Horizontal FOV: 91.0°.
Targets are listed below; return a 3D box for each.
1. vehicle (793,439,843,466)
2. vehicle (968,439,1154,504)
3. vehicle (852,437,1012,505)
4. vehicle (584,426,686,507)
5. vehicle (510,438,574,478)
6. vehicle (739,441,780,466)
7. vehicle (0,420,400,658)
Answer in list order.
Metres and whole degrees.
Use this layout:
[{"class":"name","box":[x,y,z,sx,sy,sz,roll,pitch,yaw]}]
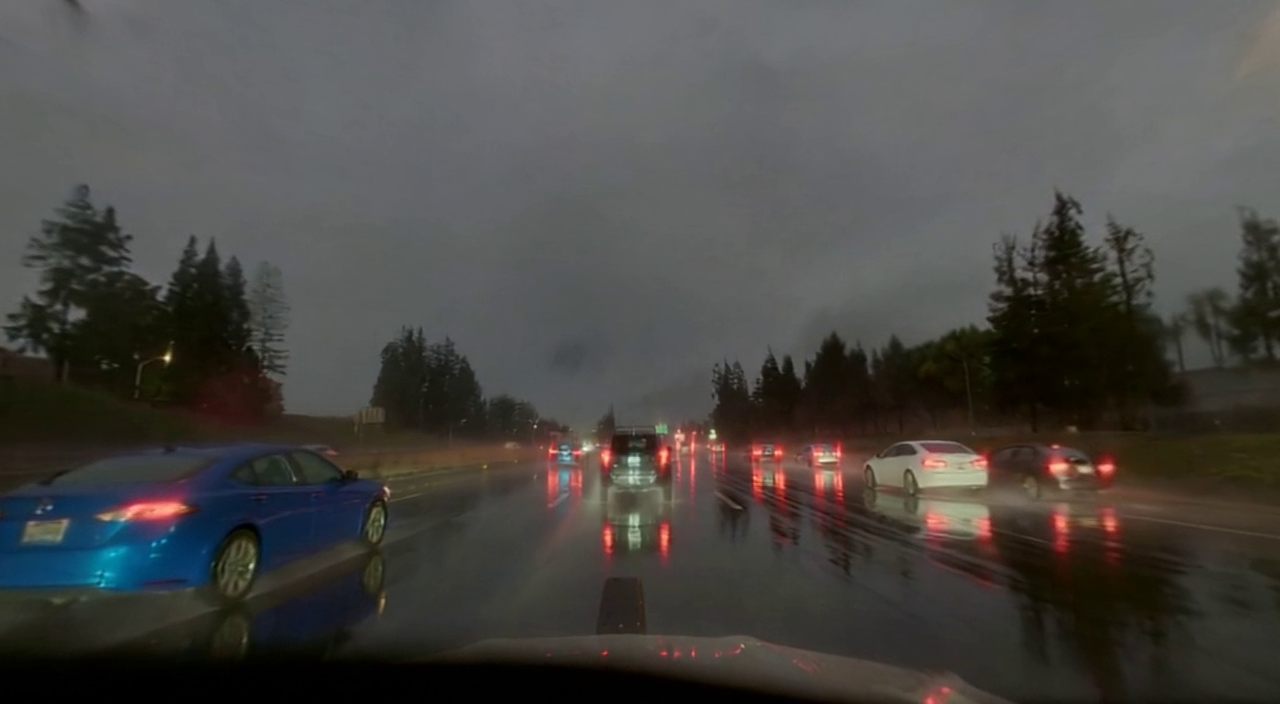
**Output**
[{"class":"vehicle","box":[11.613,6.603,41.453,1.992,1.625,4.359,1,-9,-1]},{"class":"vehicle","box":[11.082,3.155,17.074,2.008,1.516,4.385,0,-9,0]},{"class":"vehicle","box":[7.429,3.072,16.684,2.049,1.521,4.604,0,-9,0]},{"class":"vehicle","box":[-0.084,2.772,15.613,2.181,1.697,4.021,0,-9,1]},{"class":"vehicle","box":[-4.009,4.429,26.441,1.947,1.516,4.295,0,-9,1]},{"class":"vehicle","box":[7.560,6.468,40.299,1.880,1.526,3.641,1,-9,0]},{"class":"vehicle","box":[-4.226,1.513,6.233,1.974,1.478,4.412,0,-9,0]}]
